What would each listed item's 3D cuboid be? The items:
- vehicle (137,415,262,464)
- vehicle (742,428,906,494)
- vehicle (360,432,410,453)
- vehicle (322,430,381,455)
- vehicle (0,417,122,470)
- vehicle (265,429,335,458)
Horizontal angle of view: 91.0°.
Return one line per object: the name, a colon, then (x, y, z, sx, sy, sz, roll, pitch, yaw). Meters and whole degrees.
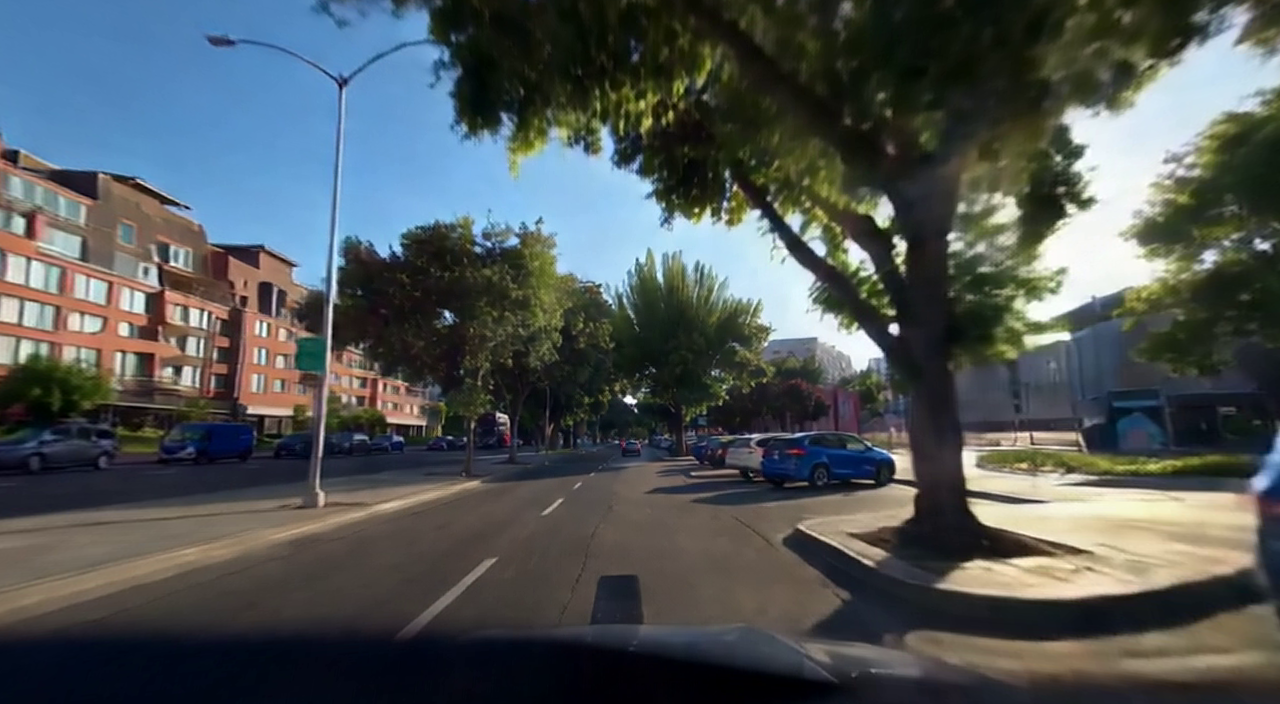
vehicle: (-18.917, 3.800, 27.341, 1.972, 1.839, 4.553, 3, -8, 1)
vehicle: (4.797, 2.744, 16.269, 4.047, 1.497, 1.898, 5, -10, -35)
vehicle: (-19.168, 6.860, 47.567, 1.869, 1.494, 4.833, 0, -8, -2)
vehicle: (-18.906, 5.959, 41.462, 1.811, 1.502, 4.639, 0, -8, -1)
vehicle: (-18.936, 2.896, 19.879, 1.822, 1.506, 3.809, -1, -8, 1)
vehicle: (-18.963, 5.110, 35.334, 1.807, 1.501, 4.134, 0, -8, -3)
